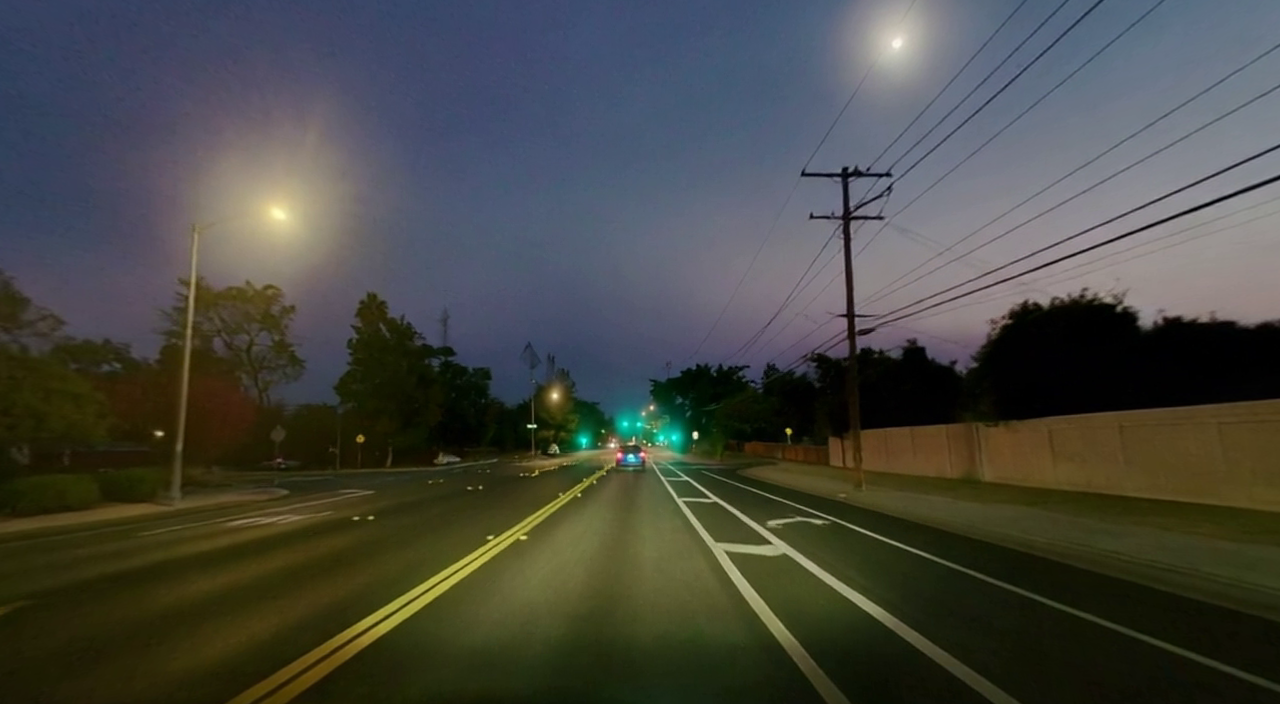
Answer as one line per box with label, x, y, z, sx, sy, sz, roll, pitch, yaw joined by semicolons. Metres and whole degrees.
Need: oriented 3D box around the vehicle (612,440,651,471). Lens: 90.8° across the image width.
vehicle;-0.498;6.007;36.927;2.139;1.699;3.916;0;-8;0
